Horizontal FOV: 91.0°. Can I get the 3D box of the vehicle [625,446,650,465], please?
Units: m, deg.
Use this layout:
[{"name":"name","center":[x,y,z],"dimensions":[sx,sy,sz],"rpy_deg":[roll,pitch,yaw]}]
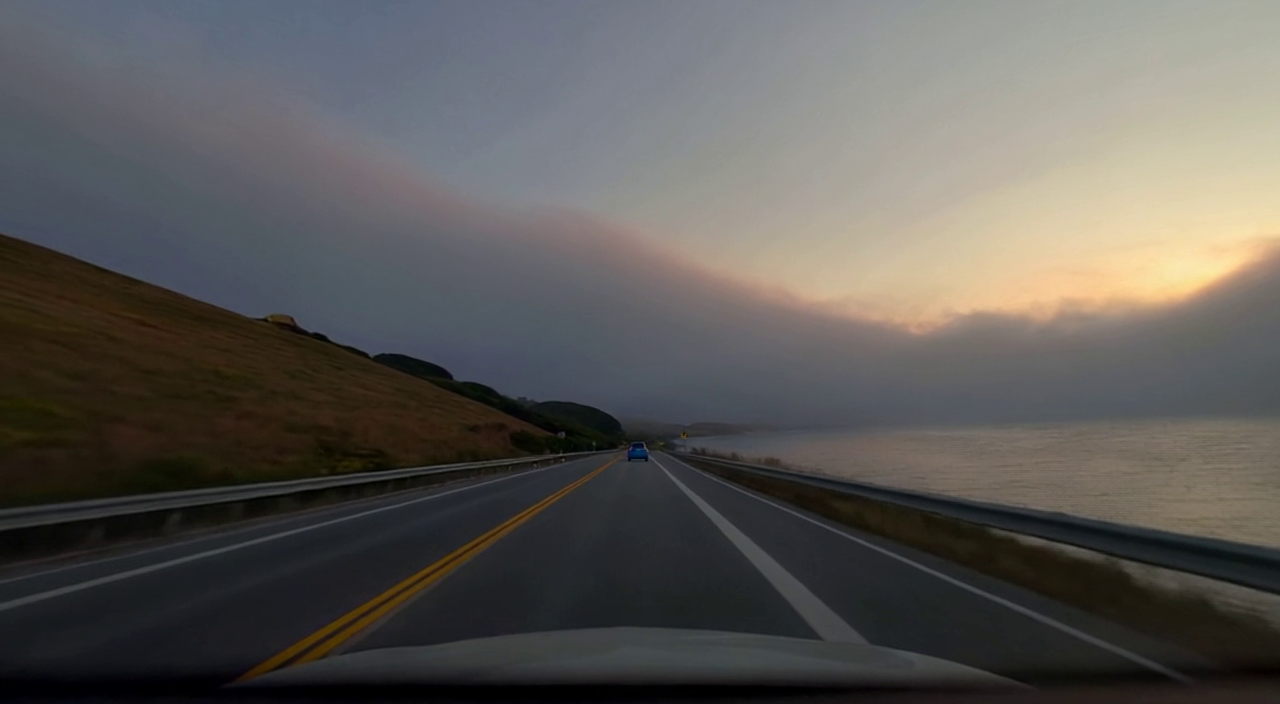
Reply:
[{"name":"vehicle","center":[-0.233,8.132,49.670],"dimensions":[1.912,1.430,3.811],"rpy_deg":[0,-9,-1]}]
